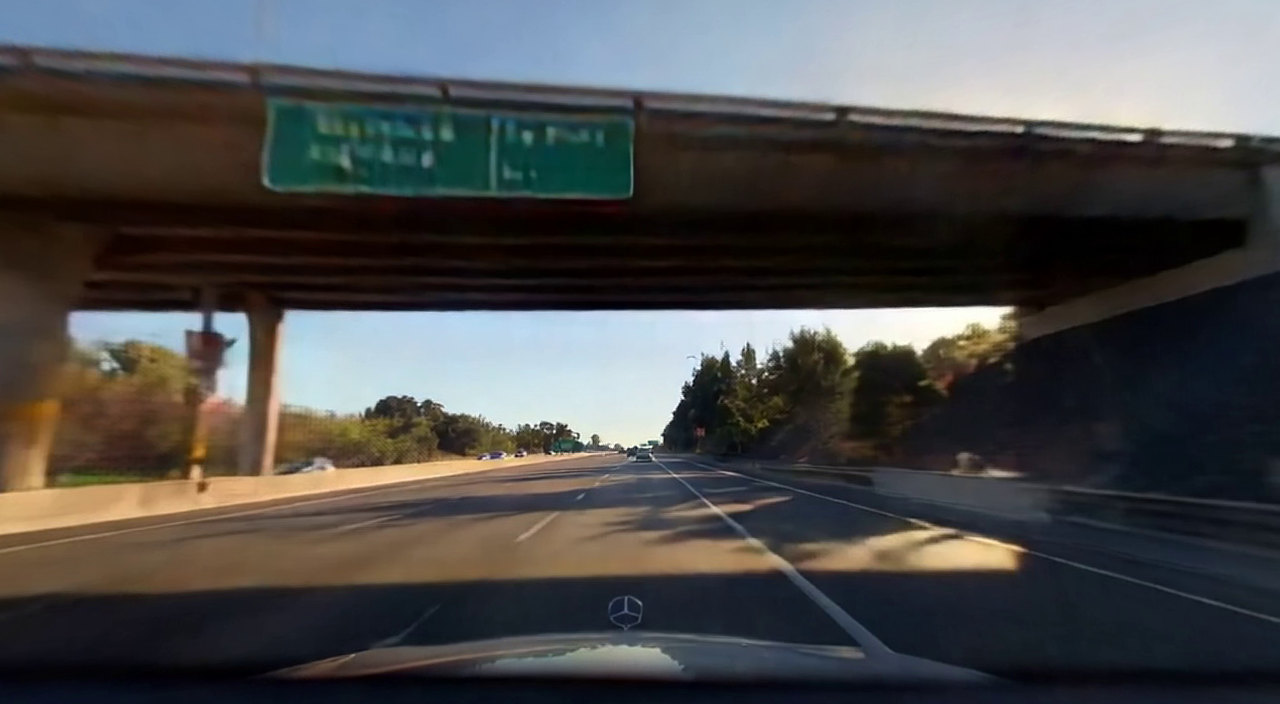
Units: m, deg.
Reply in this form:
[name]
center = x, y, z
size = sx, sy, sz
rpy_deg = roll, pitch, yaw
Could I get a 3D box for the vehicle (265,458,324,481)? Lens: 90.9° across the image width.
[vehicle]
center = -23.637, 8.049, 43.265
size = 1.705, 1.410, 3.956
rpy_deg = 0, -9, 0
